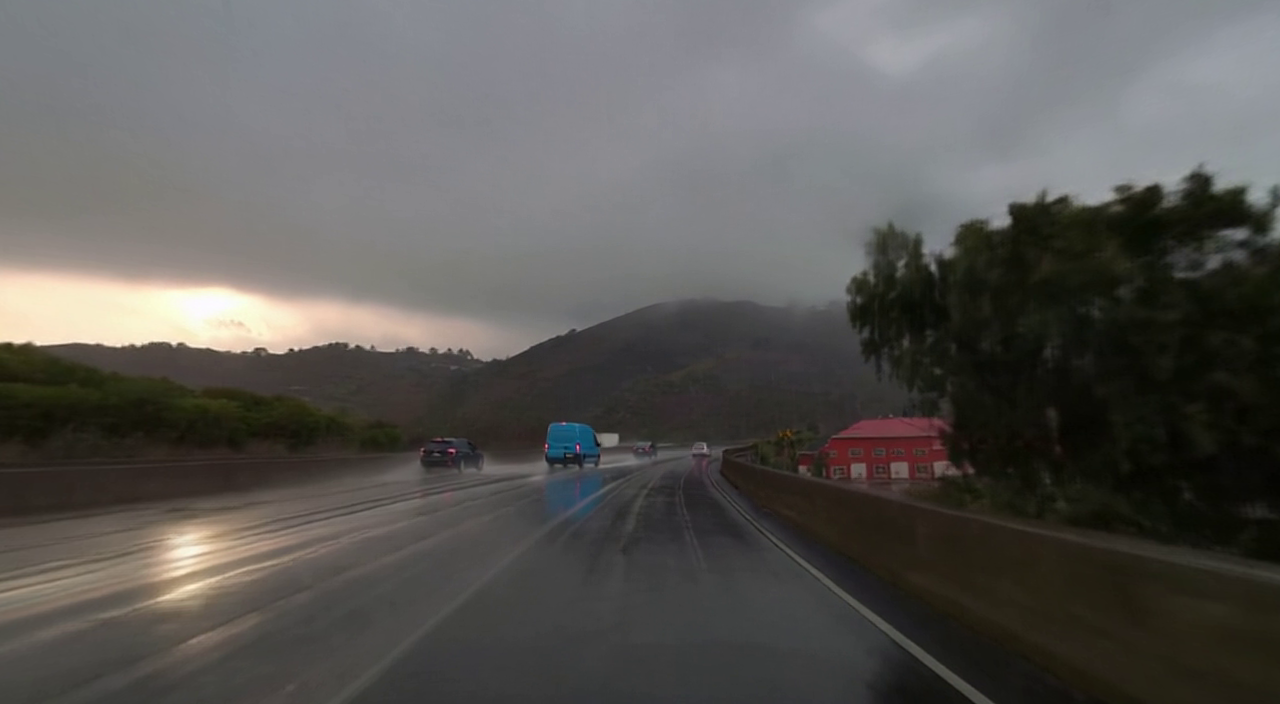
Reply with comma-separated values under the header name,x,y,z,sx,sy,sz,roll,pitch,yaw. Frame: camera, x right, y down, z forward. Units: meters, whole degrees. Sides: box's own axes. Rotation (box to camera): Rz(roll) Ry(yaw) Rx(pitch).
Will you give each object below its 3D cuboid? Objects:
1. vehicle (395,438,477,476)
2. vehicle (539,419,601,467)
name,x,y,z,sx,sy,sz,roll,pitch,yaw
vehicle,-8.917,4.617,28.061,1.821,1.524,4.342,-1,-8,5
vehicle,-4.115,5.584,38.702,2.314,2.703,6.441,-1,-8,7
